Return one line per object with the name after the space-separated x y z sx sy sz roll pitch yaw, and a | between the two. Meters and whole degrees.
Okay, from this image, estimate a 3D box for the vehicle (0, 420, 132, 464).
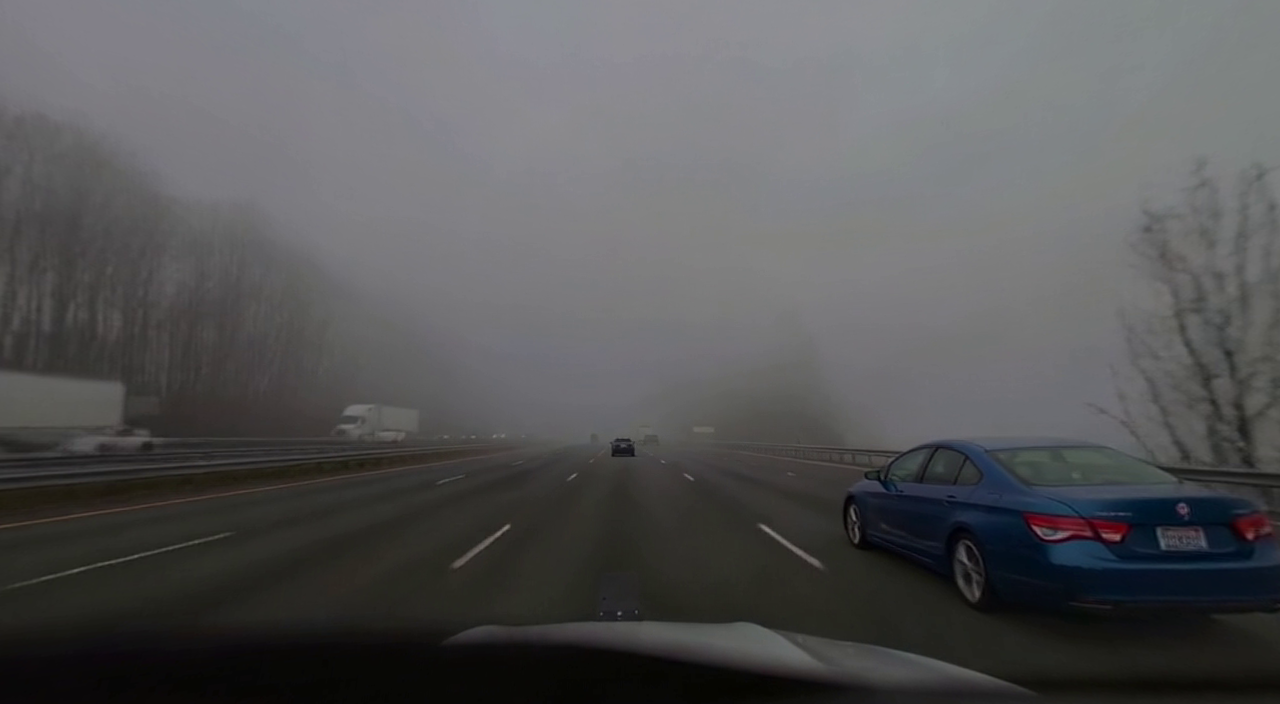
-22.245 3.408 23.943 1.936 1.520 4.619 0 -8 -1 | vehicle

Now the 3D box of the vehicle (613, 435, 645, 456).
-0.782 6.554 44.292 2.121 1.445 4.187 0 -8 -2 | vehicle
